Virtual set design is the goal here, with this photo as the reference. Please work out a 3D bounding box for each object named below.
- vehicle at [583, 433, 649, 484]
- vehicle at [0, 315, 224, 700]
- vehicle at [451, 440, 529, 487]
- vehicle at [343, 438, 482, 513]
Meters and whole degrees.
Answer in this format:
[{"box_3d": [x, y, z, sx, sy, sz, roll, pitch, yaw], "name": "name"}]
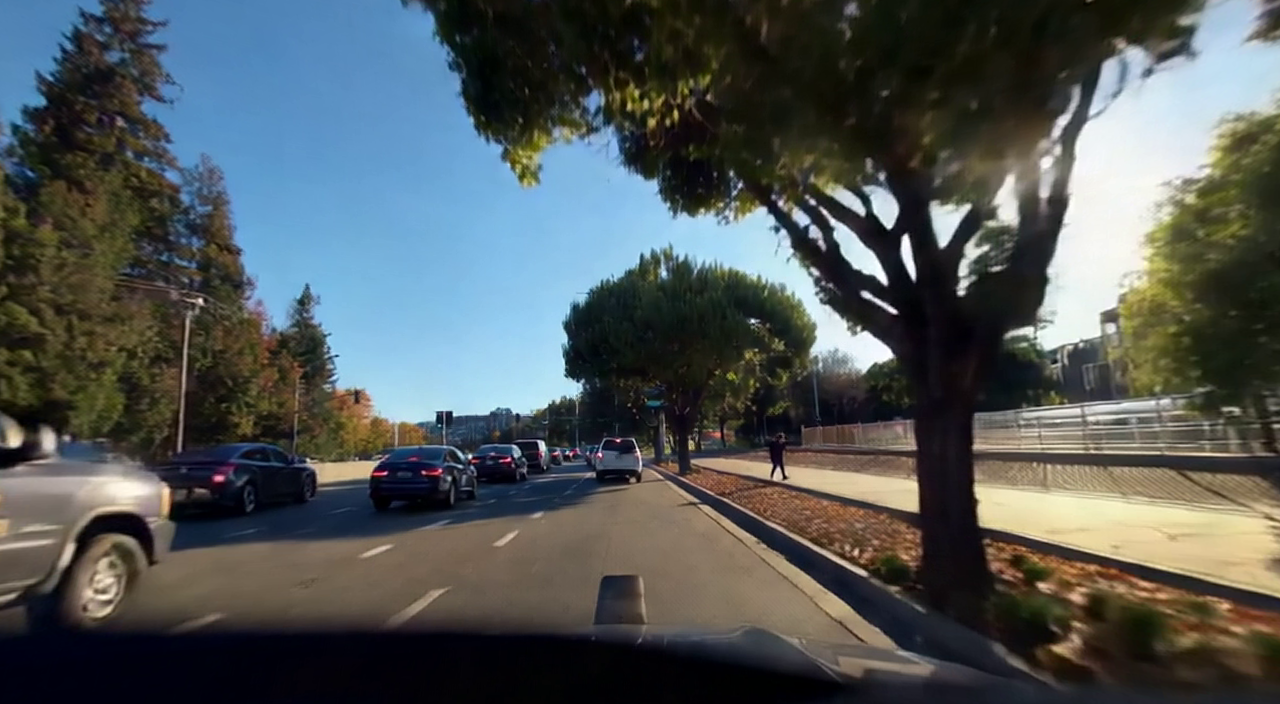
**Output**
[{"box_3d": [-0.975, 4.176, 25.100, 2.368, 1.829, 4.293, 0, -9, -3], "name": "vehicle"}, {"box_3d": [-4.931, 0.628, 1.936, 2.860, 2.090, 6.593, 0, -9, -1], "name": "vehicle"}, {"box_3d": [-5.789, 4.343, 24.948, 2.010, 1.674, 4.484, 0, -9, -1], "name": "vehicle"}, {"box_3d": [-5.558, 3.046, 16.085, 2.069, 1.616, 4.108, 0, -9, -1], "name": "vehicle"}]
